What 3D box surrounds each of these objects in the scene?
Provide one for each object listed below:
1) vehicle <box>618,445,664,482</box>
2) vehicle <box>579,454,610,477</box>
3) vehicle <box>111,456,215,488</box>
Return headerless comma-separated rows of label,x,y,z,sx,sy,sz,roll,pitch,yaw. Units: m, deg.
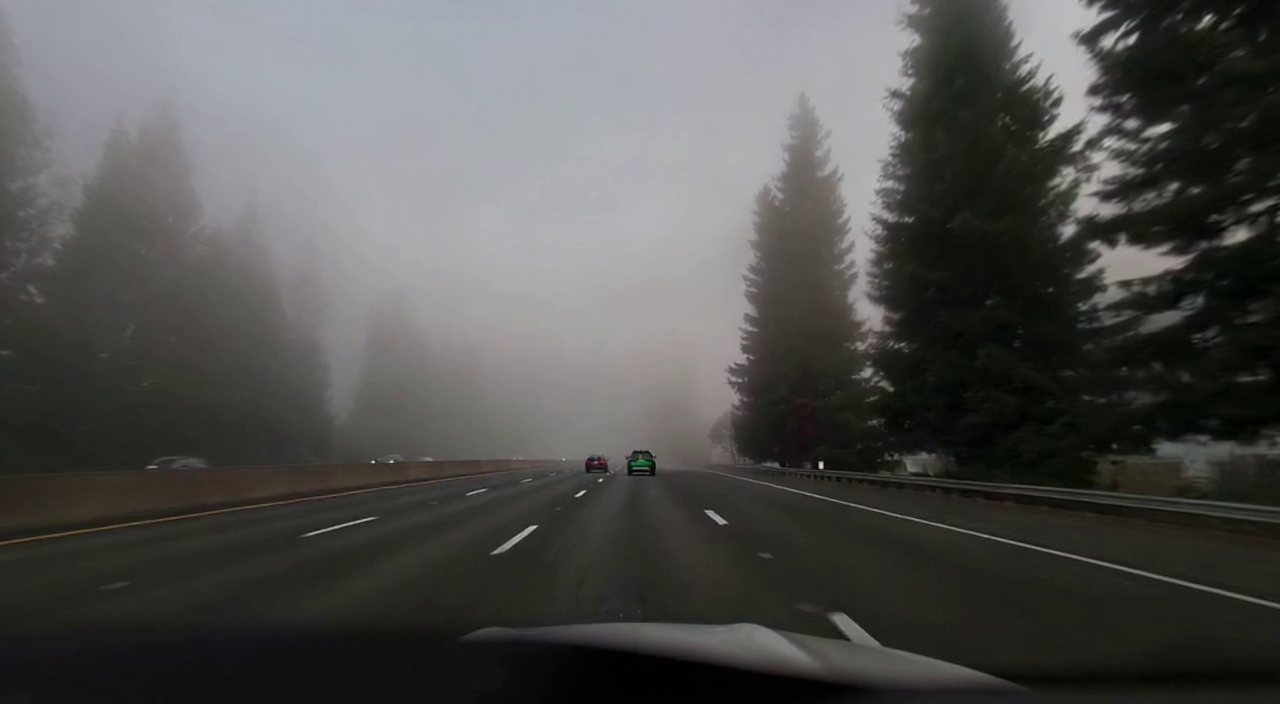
vehicle,0.030,5.982,34.073,2.302,1.810,4.707,0,-9,-1
vehicle,-3.481,8.699,48.464,2.049,1.659,4.183,0,-9,1
vehicle,-26.913,6.772,35.762,2.124,1.616,4.886,0,-9,0
